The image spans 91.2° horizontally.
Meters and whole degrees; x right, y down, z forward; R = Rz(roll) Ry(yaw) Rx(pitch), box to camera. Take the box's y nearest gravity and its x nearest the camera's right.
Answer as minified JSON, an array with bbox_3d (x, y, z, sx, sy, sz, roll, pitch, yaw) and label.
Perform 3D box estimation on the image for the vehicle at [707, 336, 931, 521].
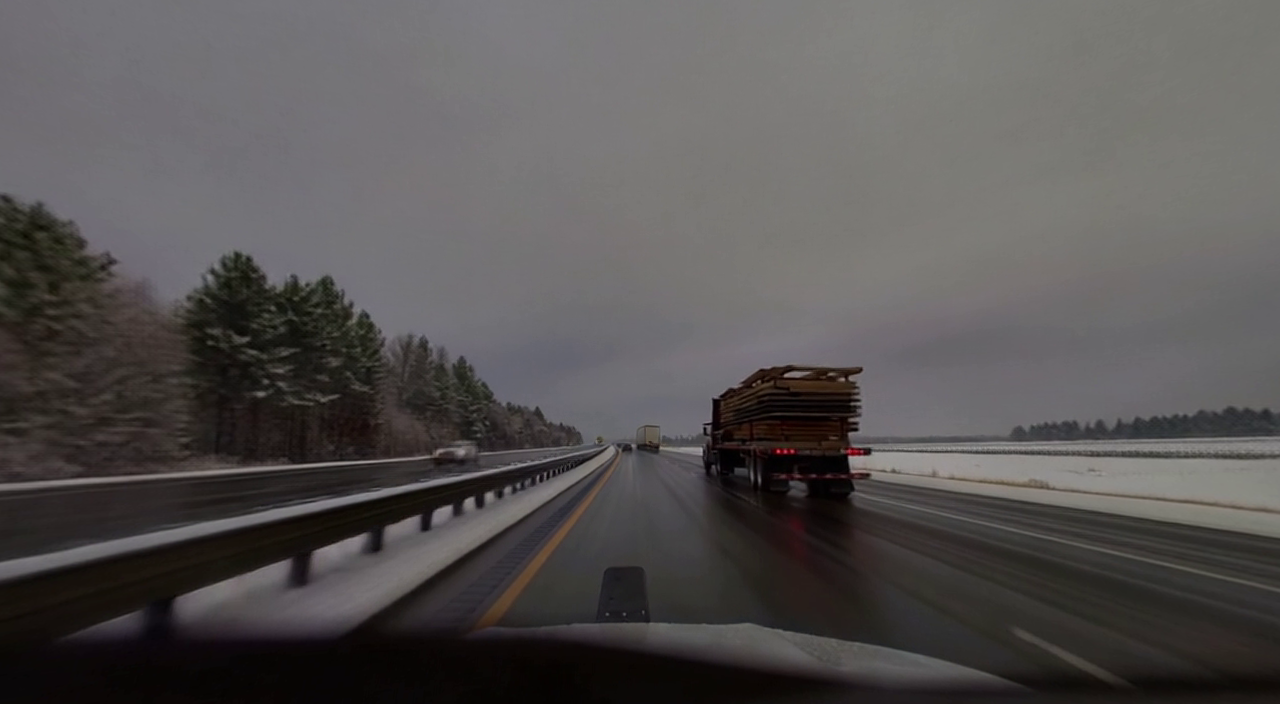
[{"bbox_3d":[4.793,2.784,22.226,3.023,4.054,16.882,0,-8,0],"label":"vehicle"}]
